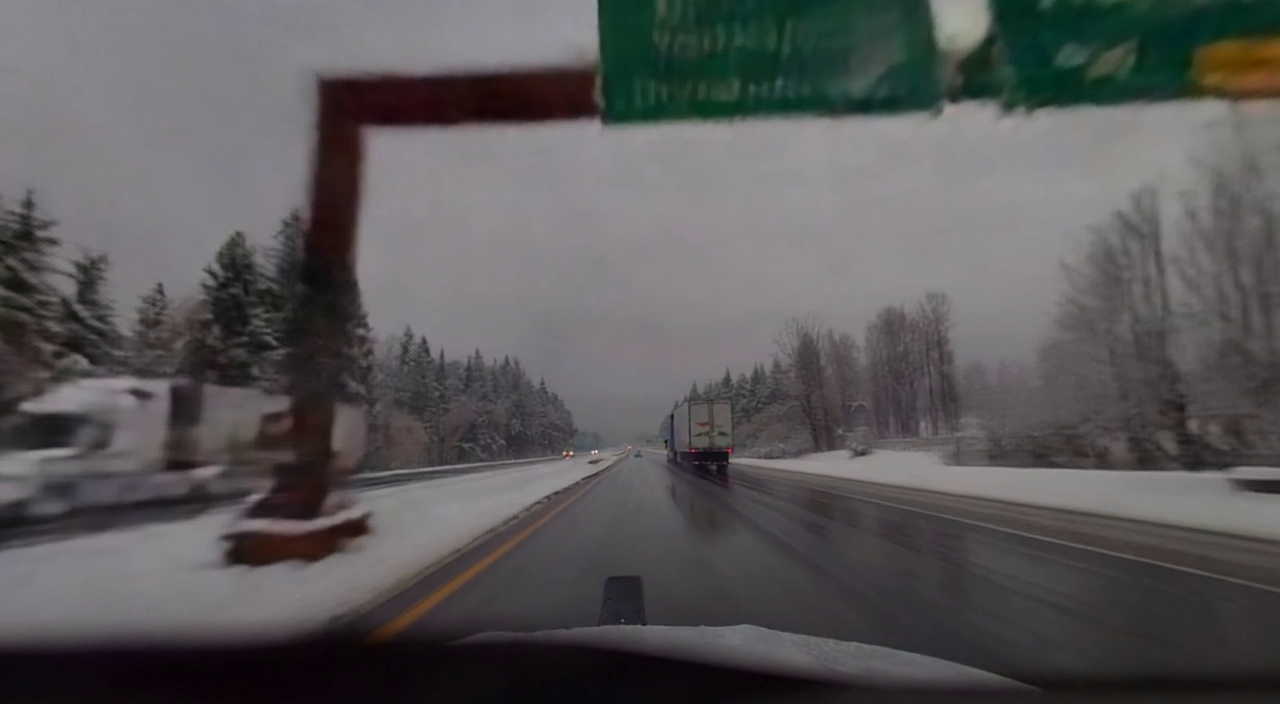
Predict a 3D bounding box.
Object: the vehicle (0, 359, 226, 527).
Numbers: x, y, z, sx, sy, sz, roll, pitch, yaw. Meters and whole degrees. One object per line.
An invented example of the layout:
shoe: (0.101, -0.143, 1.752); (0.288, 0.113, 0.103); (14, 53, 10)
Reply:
vehicle: (-15.421, 2.567, 17.831); (3.090, 3.886, 6.253); (0, -9, -1)

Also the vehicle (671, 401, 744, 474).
vehicle: (3.893, 5.604, 40.337); (2.955, 3.825, 14.115); (0, -9, -1)
